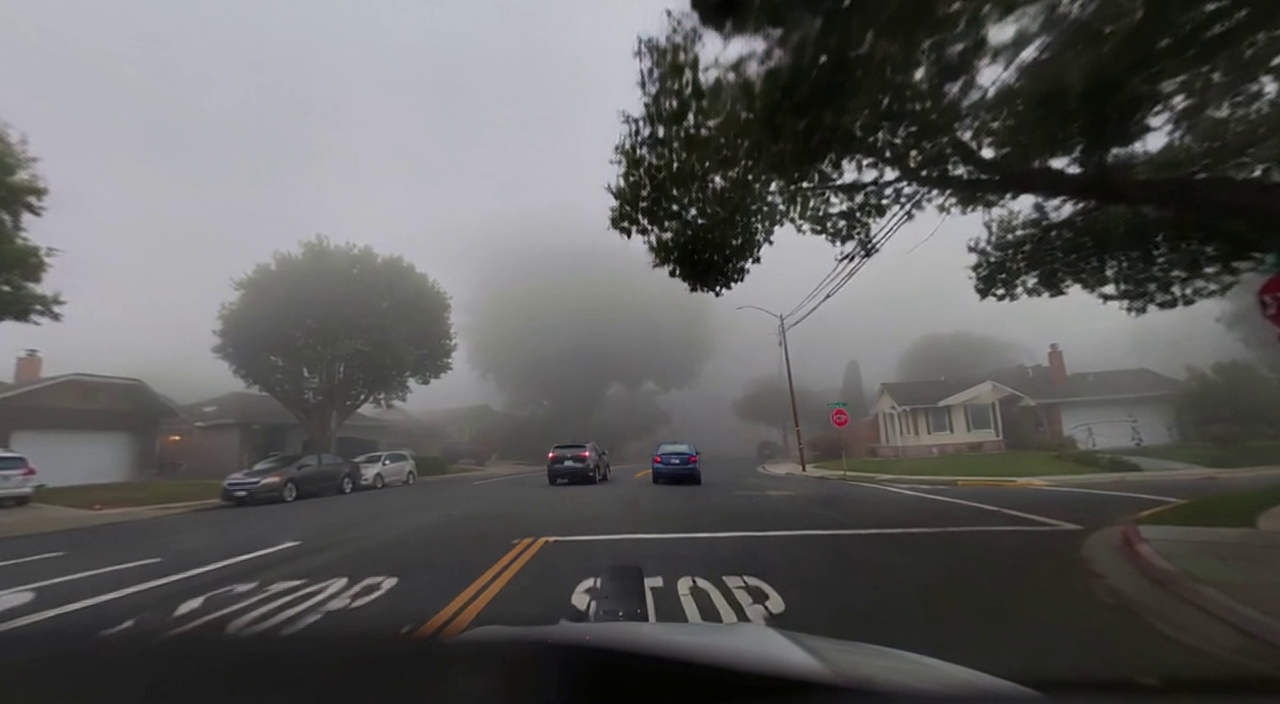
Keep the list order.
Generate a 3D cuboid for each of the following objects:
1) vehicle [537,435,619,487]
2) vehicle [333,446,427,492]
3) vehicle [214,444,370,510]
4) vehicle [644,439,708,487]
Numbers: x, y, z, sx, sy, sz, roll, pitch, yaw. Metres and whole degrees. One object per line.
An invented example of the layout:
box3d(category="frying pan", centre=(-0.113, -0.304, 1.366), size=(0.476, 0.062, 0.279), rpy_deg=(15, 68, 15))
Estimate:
box3d(category="vehicle", centre=(-2.127, 3.935, 23.002), size=(2.178, 1.695, 4.339), rpy_deg=(-1, -9, 6))
box3d(category="vehicle", centre=(-11.927, 5.429, 29.325), size=(2.076, 1.864, 4.730), rpy_deg=(-3, -10, 5))
box3d(category="vehicle", centre=(-12.712, 4.560, 23.664), size=(2.191, 1.980, 5.888), rpy_deg=(-4, -8, 5))
box3d(category="vehicle", centre=(1.280, 3.722, 21.379), size=(1.955, 1.459, 4.383), rpy_deg=(-1, -9, 5))
